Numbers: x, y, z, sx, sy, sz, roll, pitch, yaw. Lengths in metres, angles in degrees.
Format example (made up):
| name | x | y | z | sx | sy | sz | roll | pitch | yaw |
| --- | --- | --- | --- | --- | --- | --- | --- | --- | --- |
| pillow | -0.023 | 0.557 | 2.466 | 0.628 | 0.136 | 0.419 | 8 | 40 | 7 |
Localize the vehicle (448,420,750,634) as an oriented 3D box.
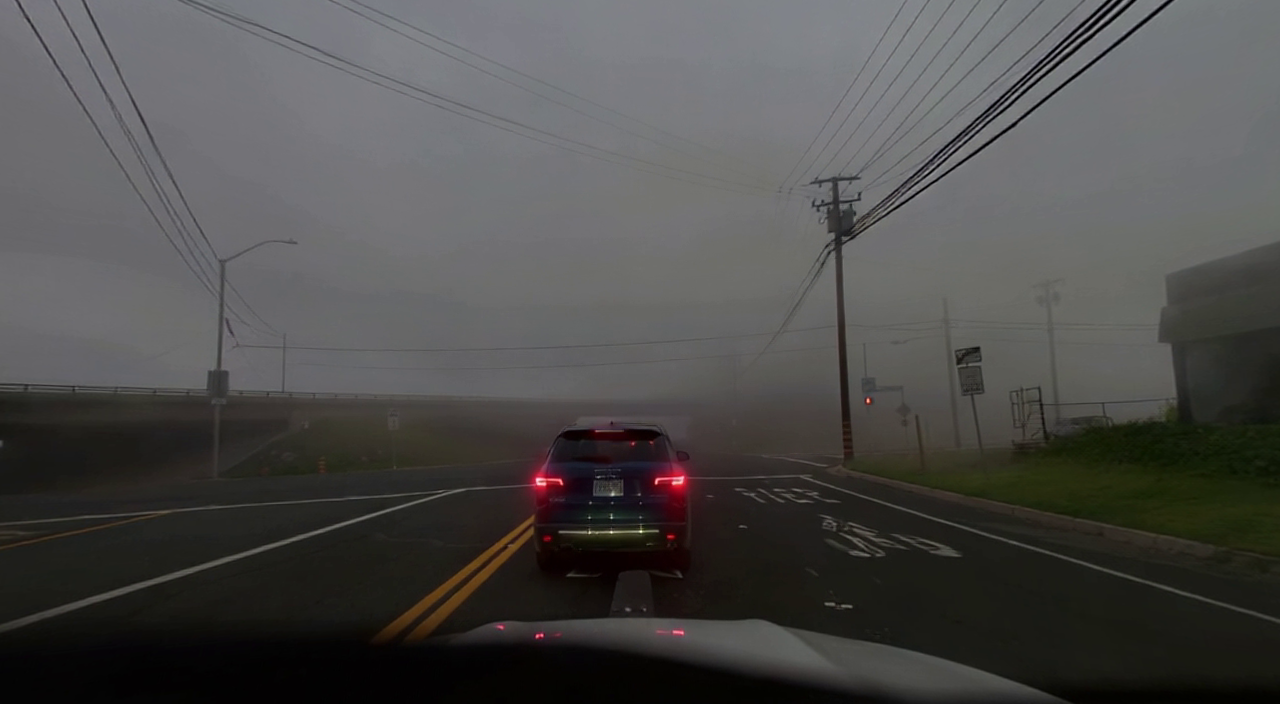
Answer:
| name | x | y | z | sx | sy | sz | roll | pitch | yaw |
| --- | --- | --- | --- | --- | --- | --- | --- | --- | --- |
| vehicle | -0.249 | 1.522 | 6.450 | 2.090 | 1.458 | 4.033 | -1 | -9 | 1 |
